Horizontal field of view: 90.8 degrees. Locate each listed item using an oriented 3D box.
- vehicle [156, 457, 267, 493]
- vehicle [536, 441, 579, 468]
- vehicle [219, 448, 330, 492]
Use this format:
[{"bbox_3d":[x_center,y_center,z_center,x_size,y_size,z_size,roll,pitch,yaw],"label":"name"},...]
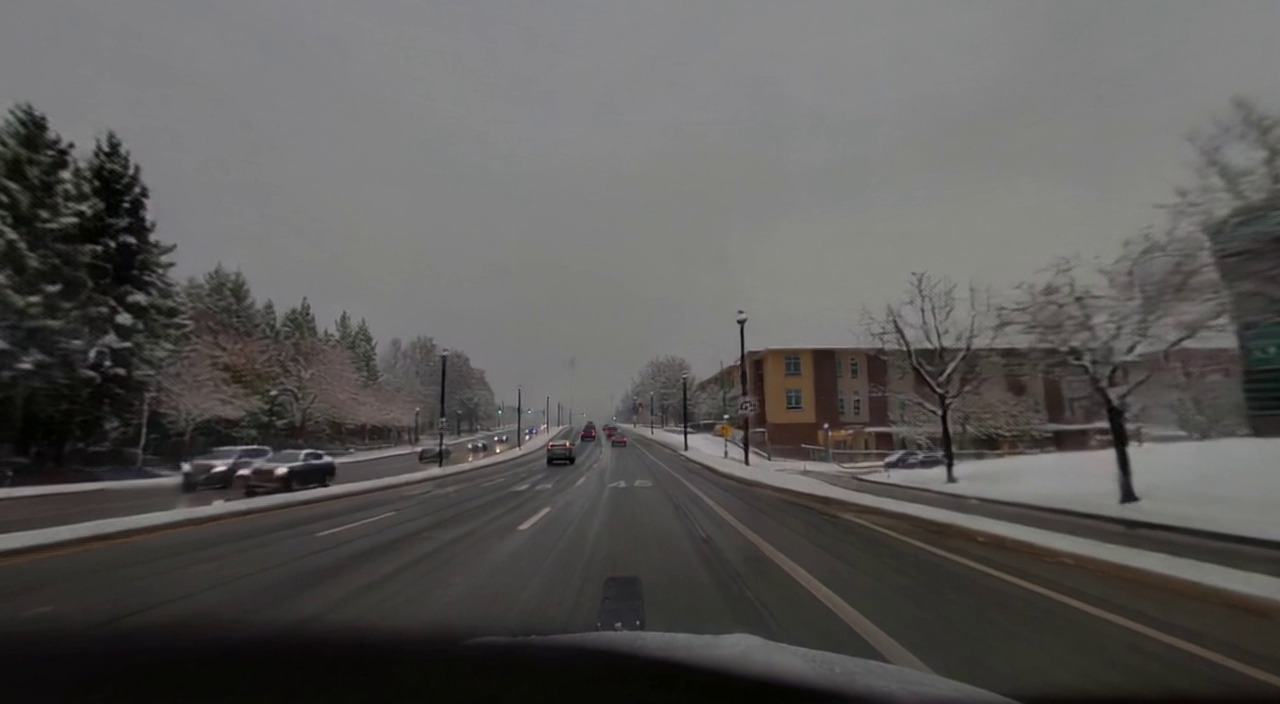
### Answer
[{"bbox_3d":[-19.423,5.585,28.933,1.976,1.415,4.341,0,-8,1],"label":"vehicle"},{"bbox_3d":[-4.755,5.982,37.140,2.025,1.474,4.292,0,-8,-1],"label":"vehicle"},{"bbox_3d":[-15.805,5.101,27.672,1.990,1.739,4.544,-1,-8,2],"label":"vehicle"}]
